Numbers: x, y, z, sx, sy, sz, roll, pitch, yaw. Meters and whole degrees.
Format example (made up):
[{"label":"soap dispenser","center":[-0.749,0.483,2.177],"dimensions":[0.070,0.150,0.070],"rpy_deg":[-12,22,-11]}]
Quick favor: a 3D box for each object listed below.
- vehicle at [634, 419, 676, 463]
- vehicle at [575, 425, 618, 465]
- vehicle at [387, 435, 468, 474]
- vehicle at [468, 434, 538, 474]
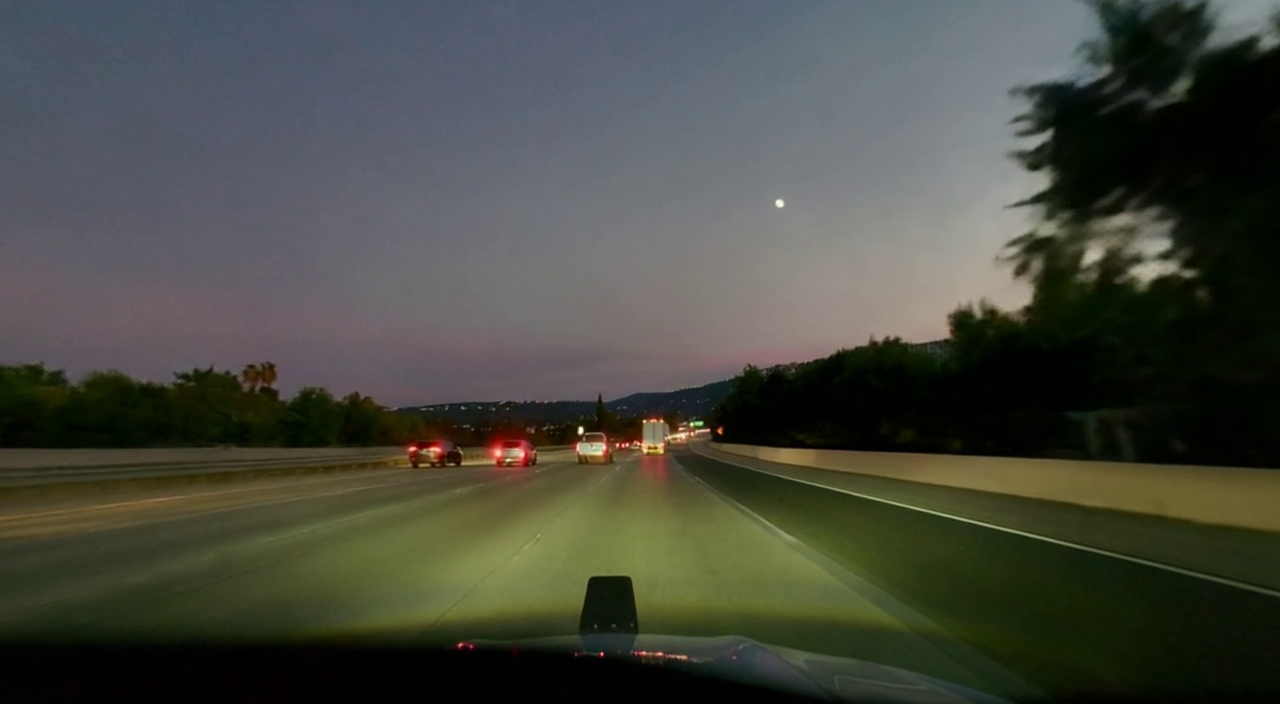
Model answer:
[{"label":"vehicle","center":[1.042,6.324,44.714],"dimensions":[2.768,2.854,6.757],"rpy_deg":[0,-8,1]},{"label":"vehicle","center":[-2.909,6.387,43.256],"dimensions":[2.328,2.519,5.238],"rpy_deg":[-1,-8,3]},{"label":"vehicle","center":[-10.373,5.053,31.338],"dimensions":[2.080,1.777,5.450],"rpy_deg":[0,-9,1]},{"label":"vehicle","center":[-6.659,5.045,31.426],"dimensions":[2.206,1.838,4.889],"rpy_deg":[-1,-9,2]}]
